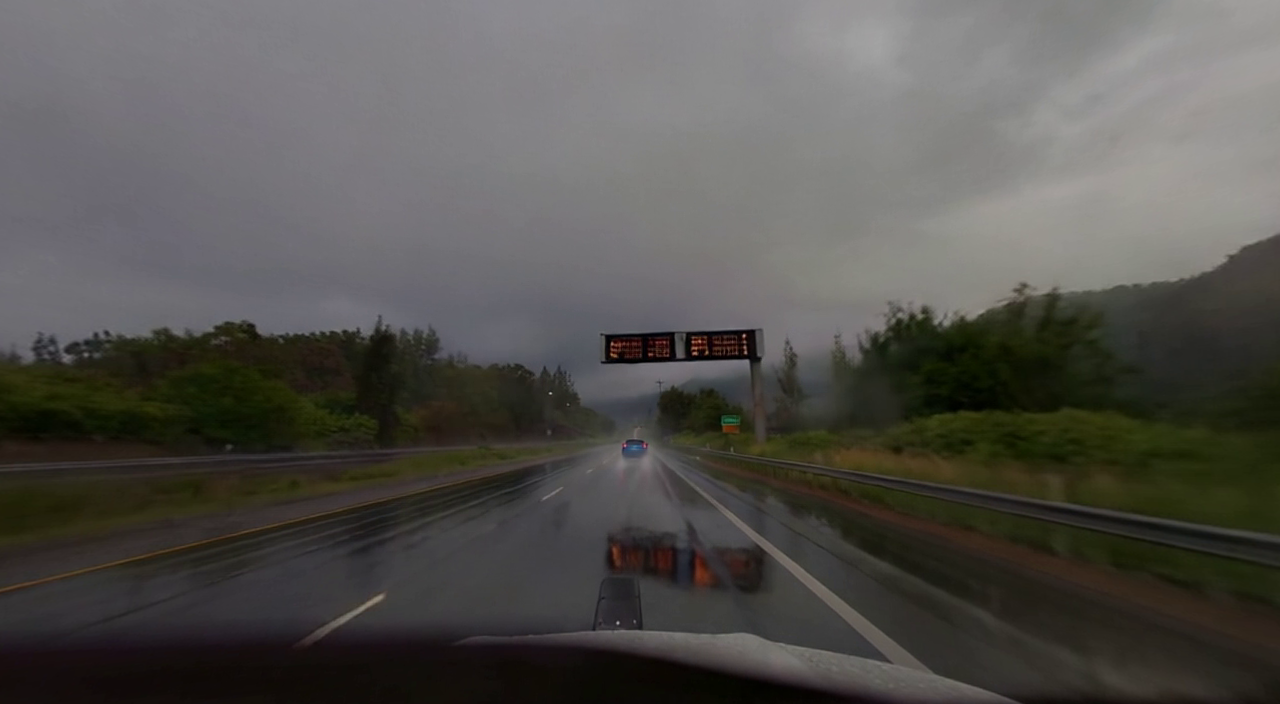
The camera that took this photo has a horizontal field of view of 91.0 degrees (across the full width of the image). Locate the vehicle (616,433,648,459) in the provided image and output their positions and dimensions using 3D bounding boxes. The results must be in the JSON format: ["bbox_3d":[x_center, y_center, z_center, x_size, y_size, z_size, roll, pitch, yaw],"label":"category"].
[{"bbox_3d":[-0.594,6.682,44.741,2.180,1.717,4.139,0,-8,-1],"label":"vehicle"}]
